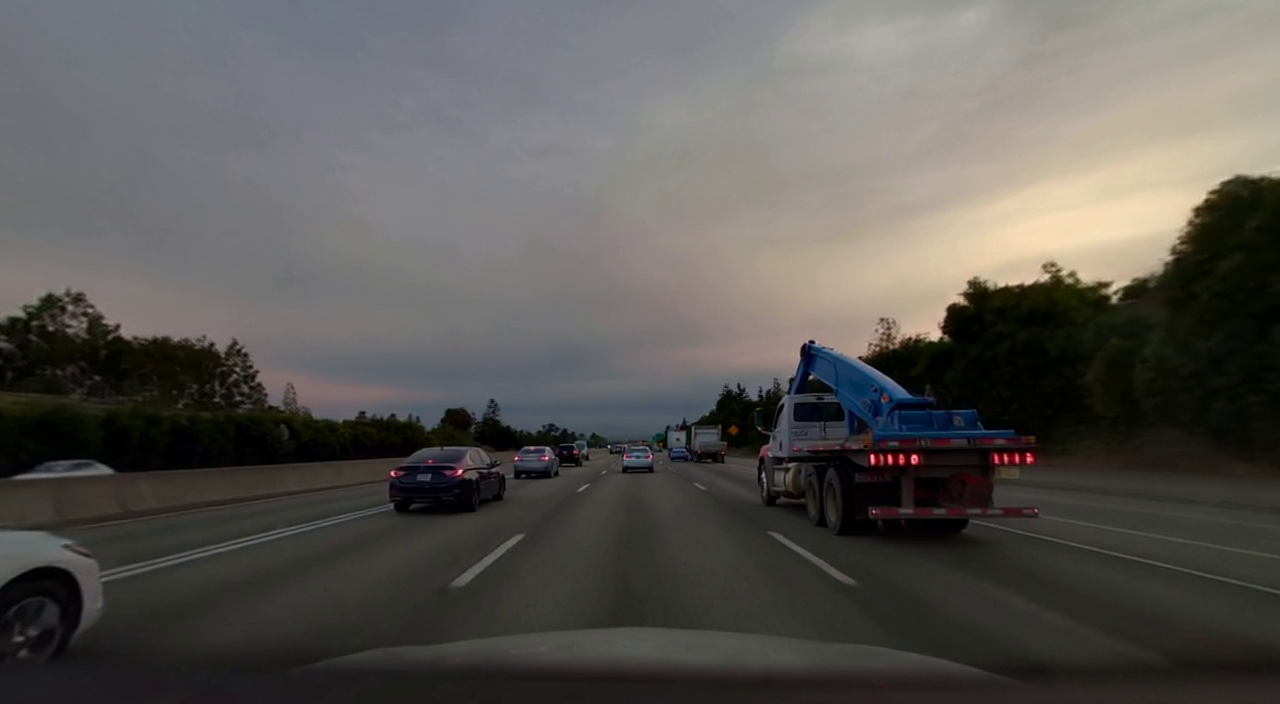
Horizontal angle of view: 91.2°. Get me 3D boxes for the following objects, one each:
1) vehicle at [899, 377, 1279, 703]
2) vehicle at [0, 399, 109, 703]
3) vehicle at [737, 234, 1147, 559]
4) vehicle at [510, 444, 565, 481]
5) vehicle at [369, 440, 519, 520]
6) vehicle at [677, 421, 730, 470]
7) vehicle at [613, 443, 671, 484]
[{"bbox_3d":[4.067,1.080,3.686,2.599,1.631,5.693,0,-9,-1],"label":"vehicle"},{"bbox_3d":[-4.158,0.792,1.597,1.978,1.556,4.119,0,-9,0],"label":"vehicle"},{"bbox_3d":[3.930,1.071,11.171,2.975,3.618,8.456,0,-9,0],"label":"vehicle"},{"bbox_3d":[-4.599,5.032,28.792,1.858,1.527,3.974,0,-9,0],"label":"vehicle"},{"bbox_3d":[-4.232,2.823,14.435,1.880,1.507,4.757,0,-9,0],"label":"vehicle"},{"bbox_3d":[3.917,5.991,40.121,2.416,2.829,7.016,0,-9,-2],"label":"vehicle"},{"bbox_3d":[0.021,4.477,25.458,2.150,1.498,3.988,0,-9,-2],"label":"vehicle"}]
